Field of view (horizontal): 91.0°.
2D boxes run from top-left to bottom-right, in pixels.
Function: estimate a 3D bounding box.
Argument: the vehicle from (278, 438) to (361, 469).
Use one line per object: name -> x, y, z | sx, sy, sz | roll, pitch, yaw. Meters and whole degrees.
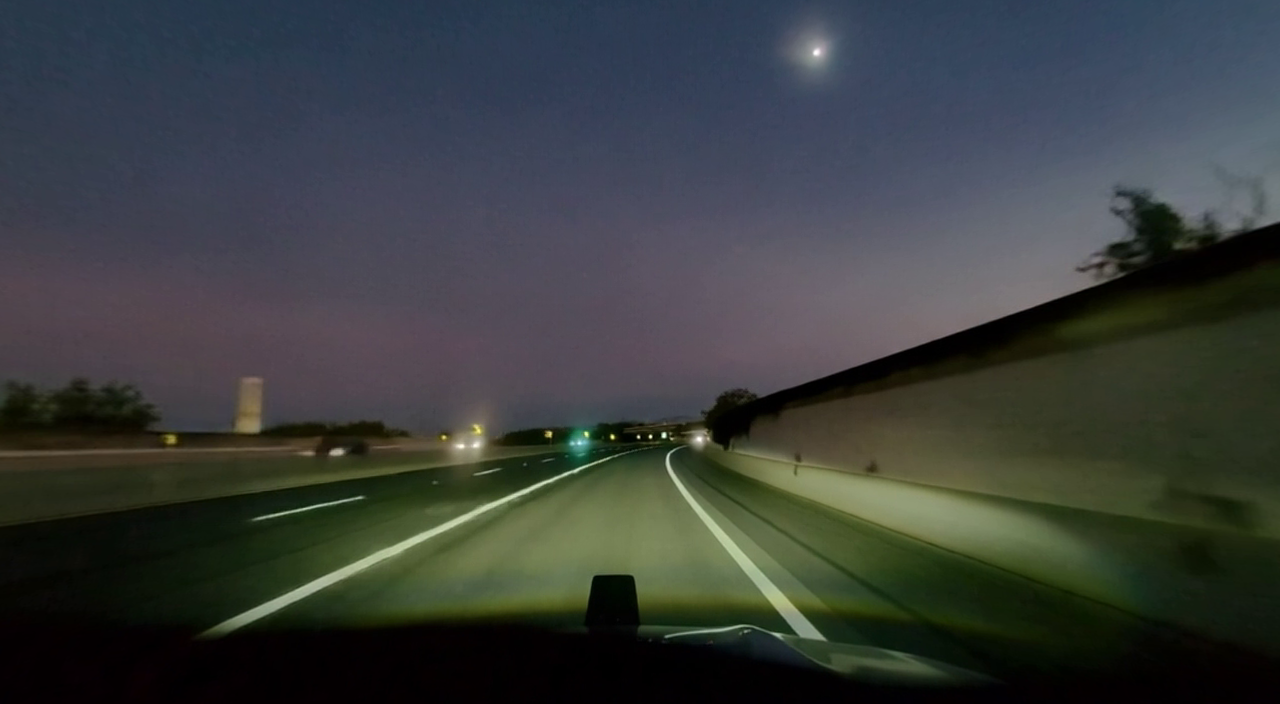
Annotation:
vehicle -> -17.091, 5.413, 33.829 | 1.992, 1.547, 4.627 | 0, -8, 1
